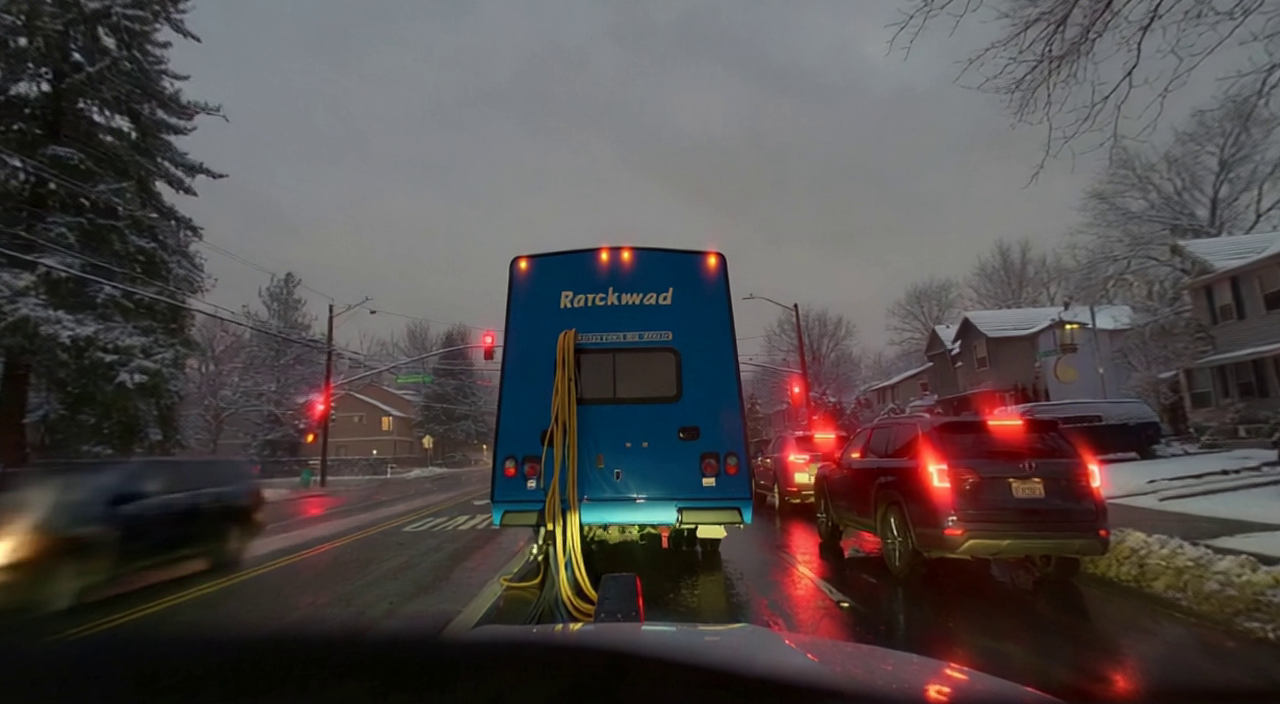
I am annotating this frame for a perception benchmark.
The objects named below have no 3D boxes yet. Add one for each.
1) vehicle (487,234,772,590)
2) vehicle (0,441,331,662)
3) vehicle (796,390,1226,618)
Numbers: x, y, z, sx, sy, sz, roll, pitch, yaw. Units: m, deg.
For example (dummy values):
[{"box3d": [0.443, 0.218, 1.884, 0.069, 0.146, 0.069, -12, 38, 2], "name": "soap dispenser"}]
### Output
[{"box3d": [-0.106, 1.131, 10.318, 2.709, 3.511, 8.213, 0, -9, 0], "name": "vehicle"}, {"box3d": [-5.376, 1.714, 6.625, 1.979, 1.483, 4.668, 0, -9, -1], "name": "vehicle"}, {"box3d": [3.410, 1.494, 7.134, 2.104, 1.735, 4.408, 0, -9, 0], "name": "vehicle"}]
